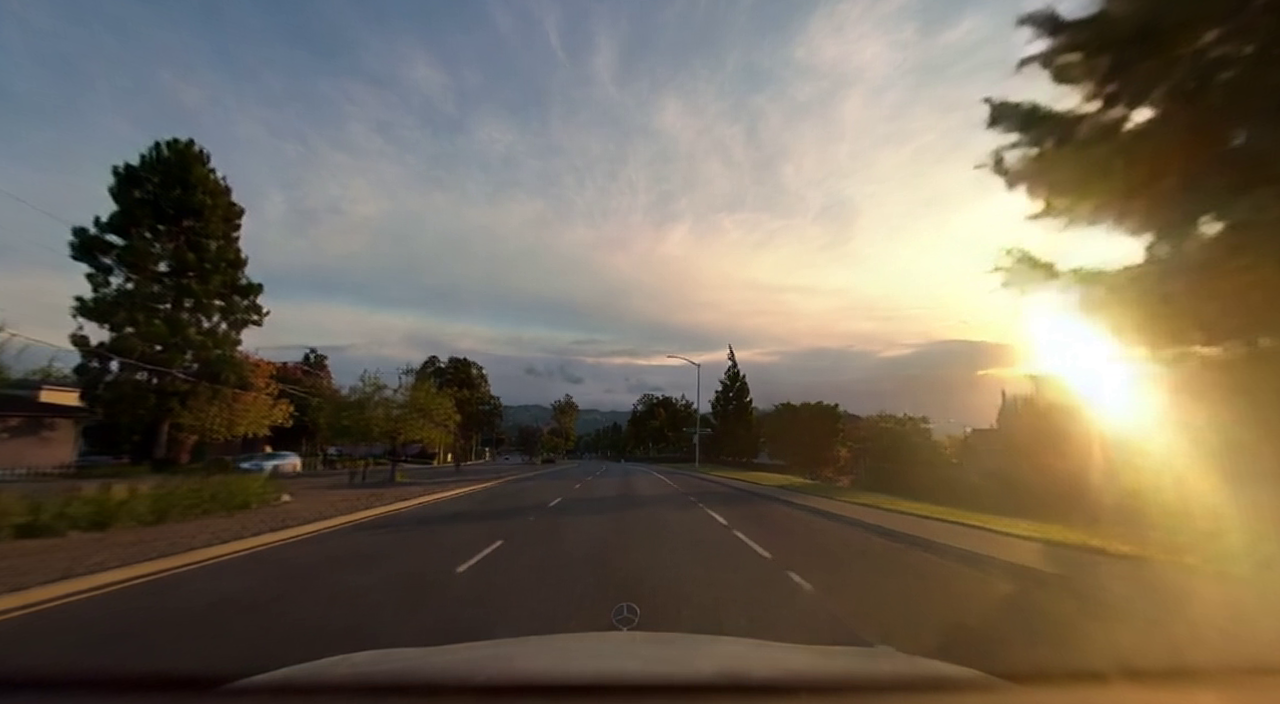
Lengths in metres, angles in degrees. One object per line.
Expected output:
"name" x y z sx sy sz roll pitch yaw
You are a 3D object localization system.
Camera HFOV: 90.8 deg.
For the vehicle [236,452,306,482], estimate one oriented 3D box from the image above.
"vehicle" -22.674 7.079 39.058 1.891 1.718 4.251 0 -9 -3
